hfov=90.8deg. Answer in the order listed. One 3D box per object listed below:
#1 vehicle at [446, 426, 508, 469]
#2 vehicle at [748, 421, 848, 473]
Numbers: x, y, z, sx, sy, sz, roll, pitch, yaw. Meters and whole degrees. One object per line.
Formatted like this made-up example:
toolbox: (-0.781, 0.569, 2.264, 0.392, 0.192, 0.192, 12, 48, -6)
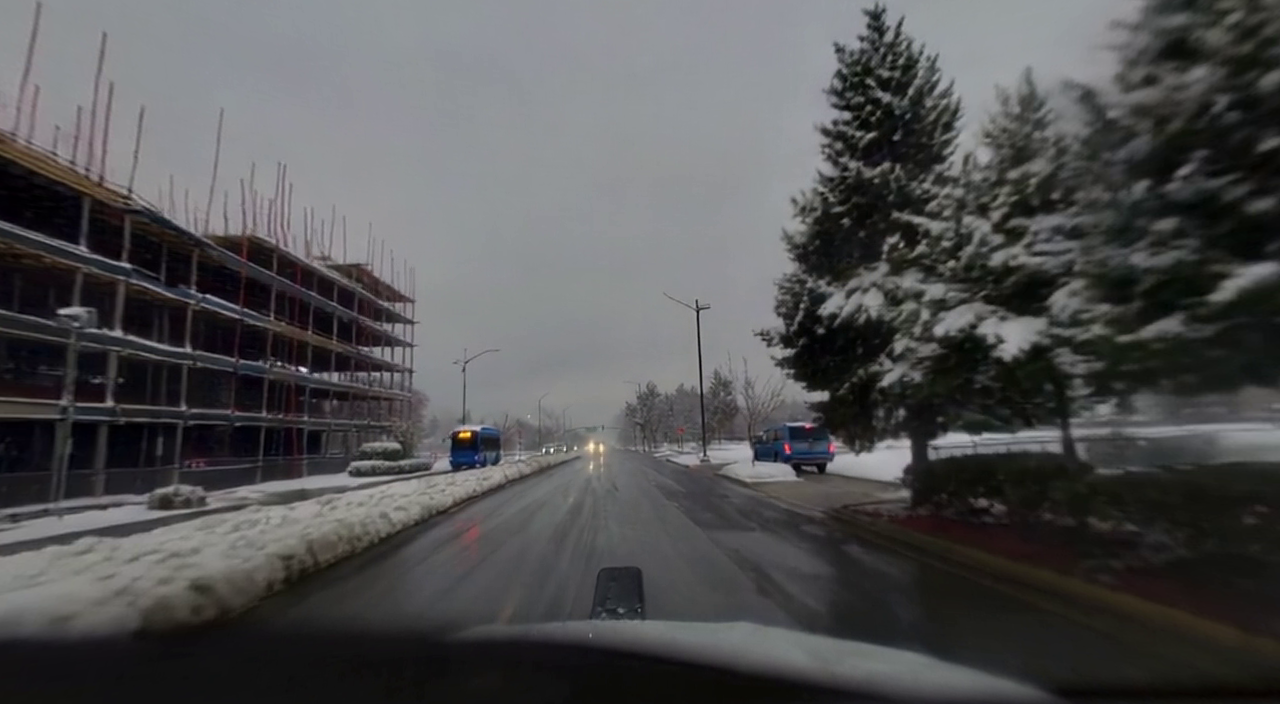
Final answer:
vehicle: (-11.735, 6.944, 45.992, 2.979, 2.803, 5.962, -1, -8, -1)
vehicle: (6.364, 3.969, 26.411, 2.267, 1.911, 5.816, 1, -9, -5)
